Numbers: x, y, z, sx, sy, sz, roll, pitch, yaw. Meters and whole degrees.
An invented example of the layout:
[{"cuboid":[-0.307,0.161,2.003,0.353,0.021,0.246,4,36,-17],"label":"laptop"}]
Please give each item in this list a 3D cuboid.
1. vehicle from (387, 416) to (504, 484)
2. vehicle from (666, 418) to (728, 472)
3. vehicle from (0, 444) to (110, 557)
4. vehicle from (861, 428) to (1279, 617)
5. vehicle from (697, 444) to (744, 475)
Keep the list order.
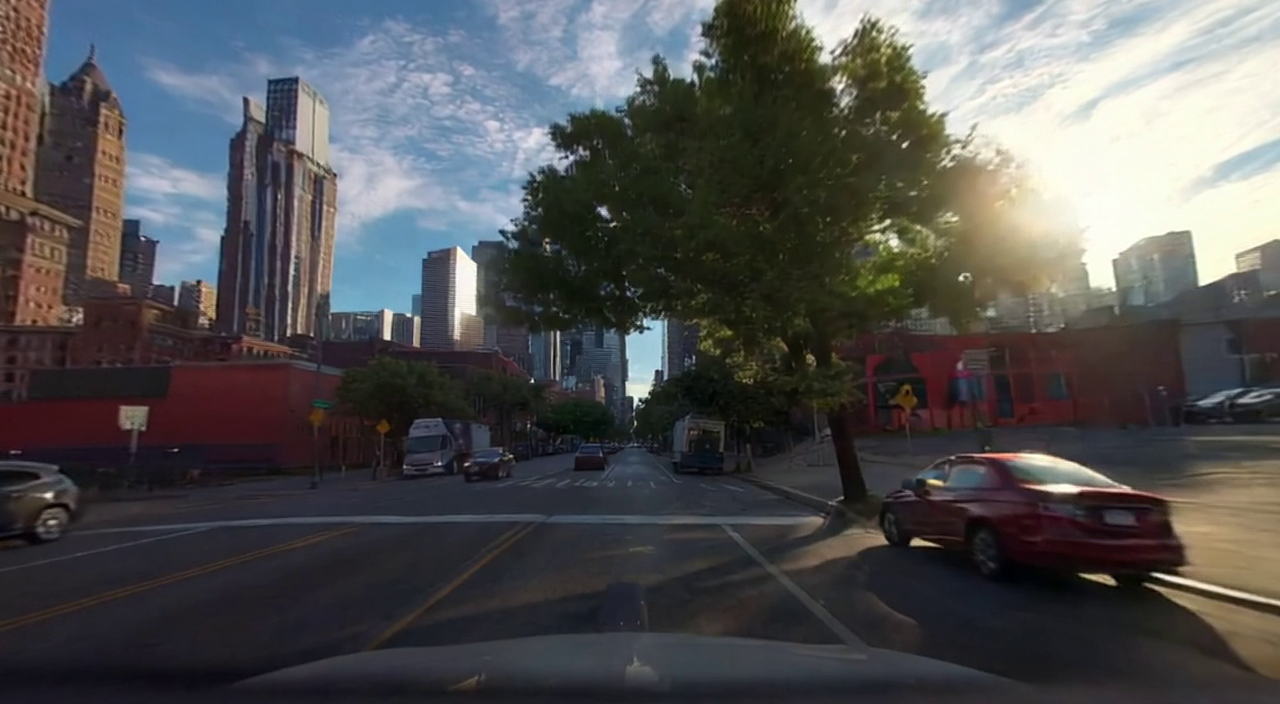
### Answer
[{"cuboid":[-11.487,5.957,39.040,3.049,3.345,12.614,-4,-8,1],"label":"vehicle"},{"cuboid":[3.608,6.198,41.905,2.952,3.171,7.939,0,-9,-3],"label":"vehicle"},{"cuboid":[-11.224,2.390,9.904,2.039,1.770,4.445,-3,-9,-2],"label":"vehicle"},{"cuboid":[4.482,1.703,7.353,2.079,1.501,4.385,0,-9,-2],"label":"vehicle"},{"cuboid":[4.187,5.649,33.423,1.891,1.535,4.068,0,-9,0],"label":"vehicle"}]
